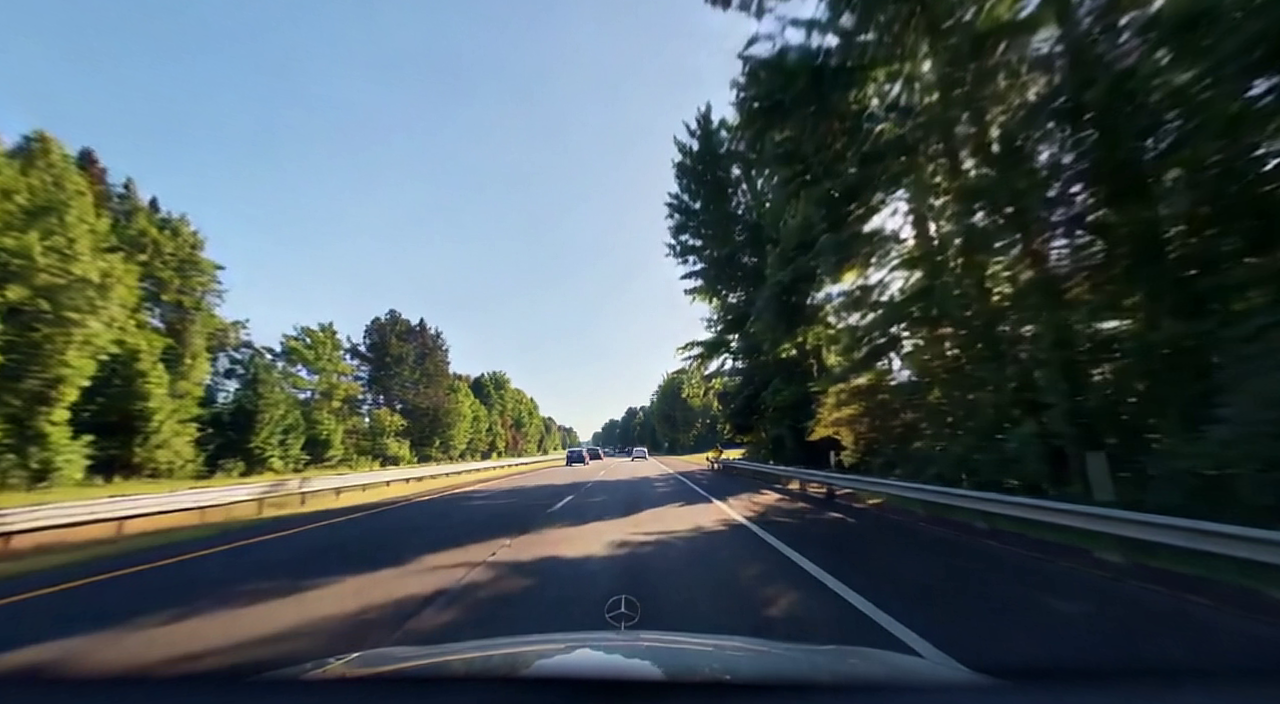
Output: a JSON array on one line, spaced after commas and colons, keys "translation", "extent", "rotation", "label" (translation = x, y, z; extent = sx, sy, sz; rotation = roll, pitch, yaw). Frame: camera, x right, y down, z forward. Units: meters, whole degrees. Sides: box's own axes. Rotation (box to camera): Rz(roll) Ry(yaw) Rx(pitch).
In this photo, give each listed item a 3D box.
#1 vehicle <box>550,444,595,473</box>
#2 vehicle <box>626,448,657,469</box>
[{"translation": [-3.953, 6.345, 37.719], "extent": [2.182, 1.629, 4.263], "rotation": [0, -9, 0], "label": "vehicle"}, {"translation": [0.094, 7.602, 45.200], "extent": [2.046, 1.452, 4.407], "rotation": [0, -9, 0], "label": "vehicle"}]
